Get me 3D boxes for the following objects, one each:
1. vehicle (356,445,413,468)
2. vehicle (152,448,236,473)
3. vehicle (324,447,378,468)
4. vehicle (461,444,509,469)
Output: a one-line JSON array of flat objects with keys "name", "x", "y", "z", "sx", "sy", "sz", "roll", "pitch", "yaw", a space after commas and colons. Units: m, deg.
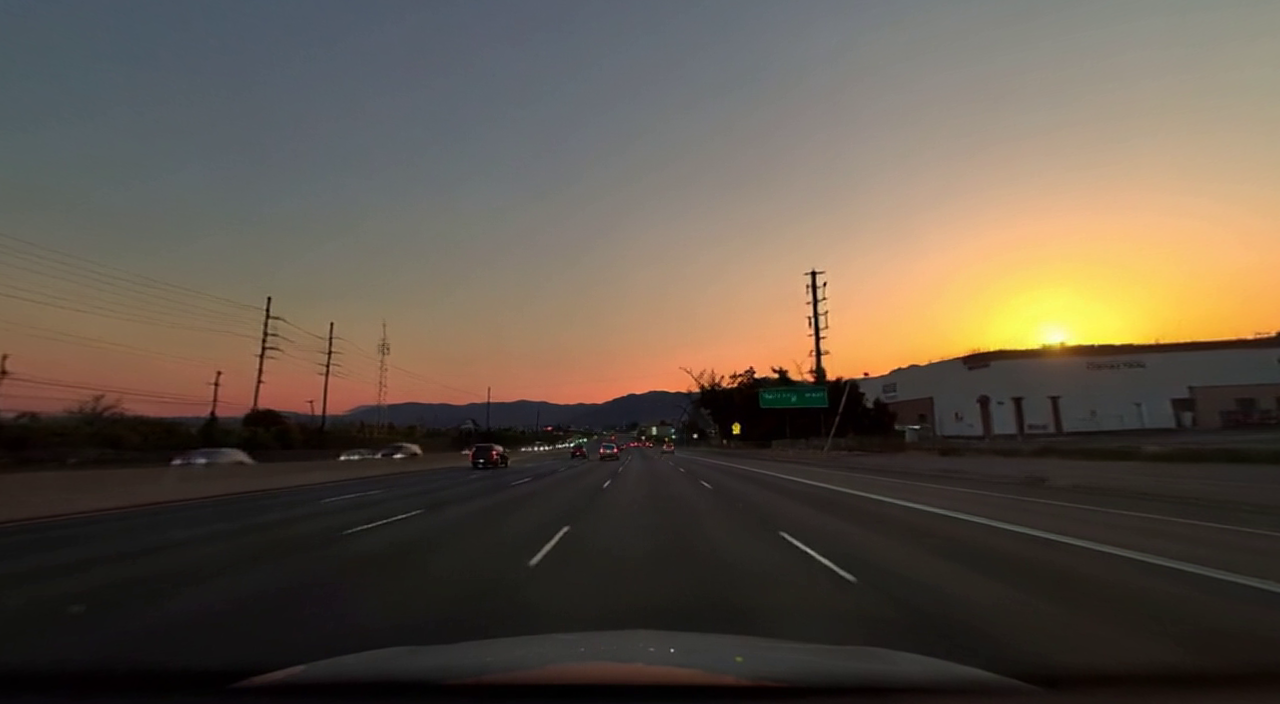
[{"name": "vehicle", "x": -18.711, "y": 7.682, "z": 46.191, "sx": 1.988, "sy": 1.572, "sz": 4.923, "roll": 0, "pitch": -9, "yaw": 1}, {"name": "vehicle", "x": -29.167, "y": 7.073, "z": 41.275, "sx": 1.888, "sy": 1.509, "sz": 4.905, "roll": 0, "pitch": -9, "yaw": 1}, {"name": "vehicle", "x": -22.055, "y": 8.024, "z": 48.114, "sx": 2.021, "sy": 1.518, "sz": 4.362, "roll": 0, "pitch": -9, "yaw": 1}, {"name": "vehicle", "x": -10.063, "y": 6.767, "z": 41.036, "sx": 1.974, "sy": 1.513, "sz": 4.584, "roll": 0, "pitch": -9, "yaw": 0}]
